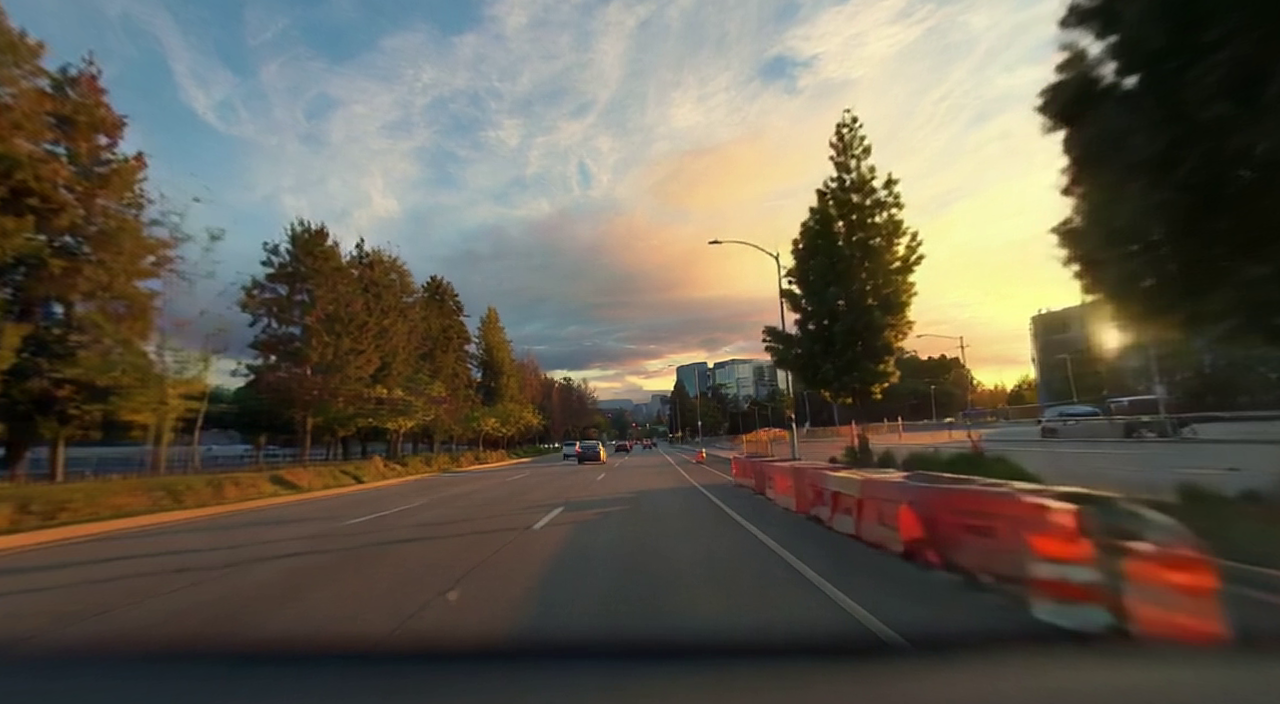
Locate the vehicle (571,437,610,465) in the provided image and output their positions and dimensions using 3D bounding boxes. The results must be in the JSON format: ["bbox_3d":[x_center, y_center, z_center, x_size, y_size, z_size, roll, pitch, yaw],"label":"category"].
[{"bbox_3d":[-3.128,6.361,40.783,2.121,1.654,3.993,0,-8,0],"label":"vehicle"}]
